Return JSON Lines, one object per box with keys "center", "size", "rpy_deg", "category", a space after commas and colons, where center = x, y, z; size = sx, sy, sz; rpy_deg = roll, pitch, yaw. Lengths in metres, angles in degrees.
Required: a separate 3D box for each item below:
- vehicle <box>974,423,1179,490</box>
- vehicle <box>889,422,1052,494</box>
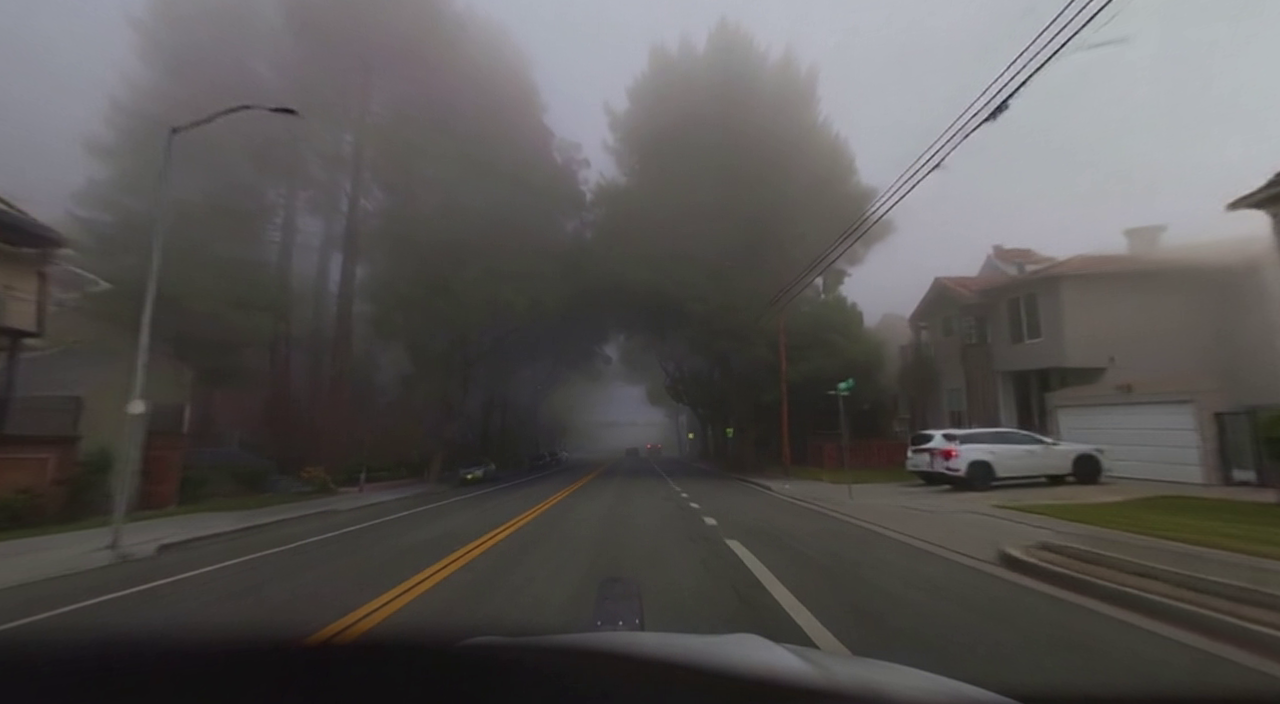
{"center": [12.031, 2.943, 17.991], "size": [2.181, 1.530, 4.867], "rpy_deg": [-2, -9, -3], "category": "vehicle"}
{"center": [9.230, 3.026, 18.258], "size": [2.121, 1.785, 4.693], "rpy_deg": [0, -9, 0], "category": "vehicle"}
